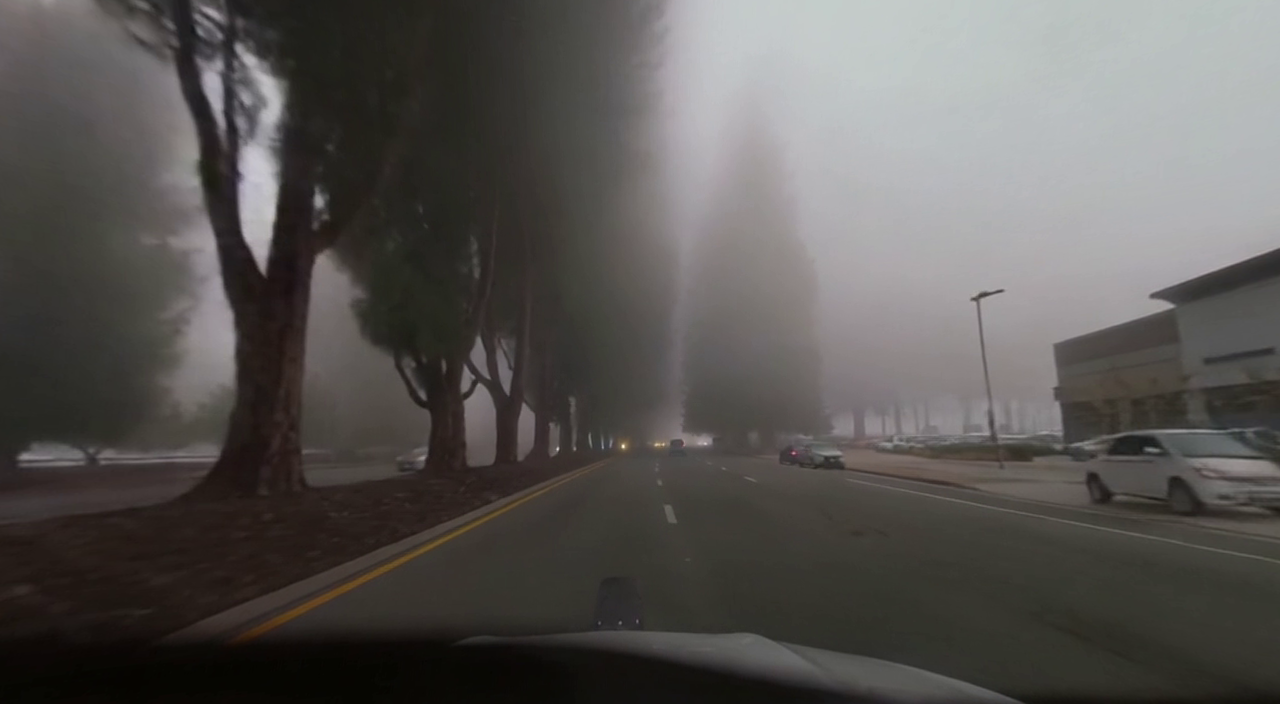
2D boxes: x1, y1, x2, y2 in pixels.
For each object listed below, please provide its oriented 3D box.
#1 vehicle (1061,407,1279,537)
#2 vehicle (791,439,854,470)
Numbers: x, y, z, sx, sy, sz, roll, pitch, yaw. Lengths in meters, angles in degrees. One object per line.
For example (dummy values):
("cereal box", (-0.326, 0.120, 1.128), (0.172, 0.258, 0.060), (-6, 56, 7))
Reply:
("vehicle", (10.939, 2.186, 12.157), (2.264, 1.958, 5.135), (-1, -9, 3))
("vehicle", (9.121, 5.155, 31.942), (2.022, 1.449, 4.706), (-1, -9, 3))
